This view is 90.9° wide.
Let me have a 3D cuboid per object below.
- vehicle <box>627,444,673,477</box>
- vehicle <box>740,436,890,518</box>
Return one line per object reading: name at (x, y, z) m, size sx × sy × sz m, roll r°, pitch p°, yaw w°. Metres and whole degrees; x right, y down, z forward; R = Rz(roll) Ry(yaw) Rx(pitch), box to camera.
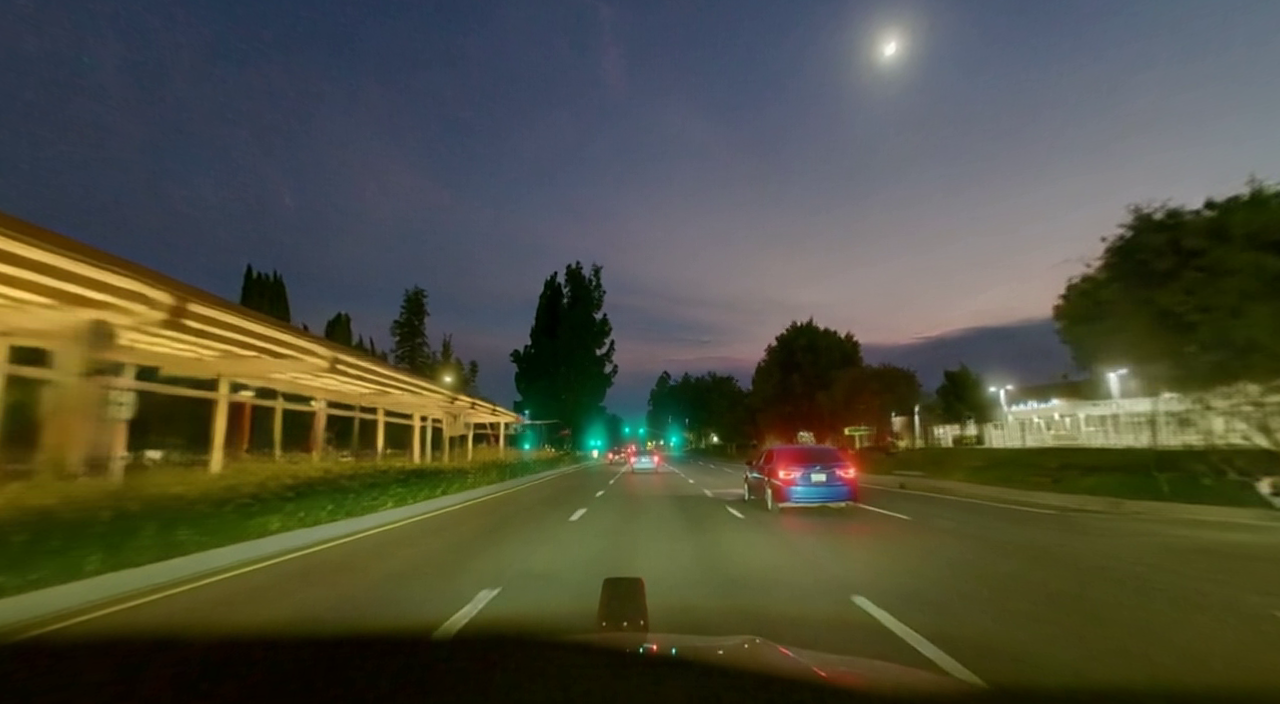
vehicle at (0.474, 5.335, 31.258) m, size 2.144 × 1.505 × 4.128 m, roll 0°, pitch -8°, yaw 0°
vehicle at (3.625, 2.662, 14.003) m, size 2.067 × 1.497 × 4.327 m, roll 0°, pitch -8°, yaw 0°
